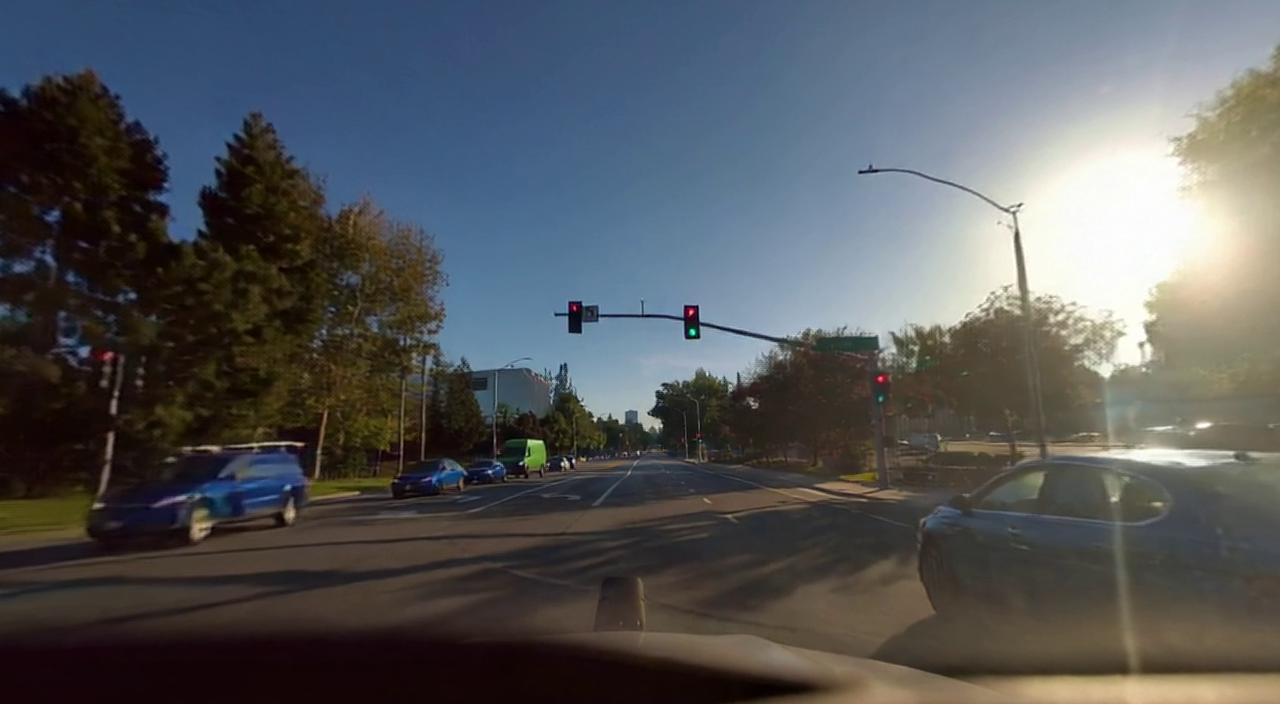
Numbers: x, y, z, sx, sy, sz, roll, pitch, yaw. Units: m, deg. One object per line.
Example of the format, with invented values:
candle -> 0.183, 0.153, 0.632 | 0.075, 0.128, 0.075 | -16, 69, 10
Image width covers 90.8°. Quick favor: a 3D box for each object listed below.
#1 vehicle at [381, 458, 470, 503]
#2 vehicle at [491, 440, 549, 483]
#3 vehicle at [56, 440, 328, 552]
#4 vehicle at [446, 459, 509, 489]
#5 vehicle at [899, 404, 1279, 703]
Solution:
vehicle -> -8.236, 4.952, 24.737 | 1.906, 1.468, 4.686 | 0, -9, -1
vehicle -> -8.256, 7.572, 44.226 | 2.617, 2.736, 6.621 | -1, -9, 1
vehicle -> -8.823, 2.822, 13.182 | 2.130, 1.874, 4.691 | 0, -9, 1
vehicle -> -8.747, 6.618, 34.538 | 2.190, 1.455, 4.516 | 0, -9, 1
vehicle -> 3.938, 1.302, 4.592 | 2.129, 1.581, 4.780 | 0, -9, 1
